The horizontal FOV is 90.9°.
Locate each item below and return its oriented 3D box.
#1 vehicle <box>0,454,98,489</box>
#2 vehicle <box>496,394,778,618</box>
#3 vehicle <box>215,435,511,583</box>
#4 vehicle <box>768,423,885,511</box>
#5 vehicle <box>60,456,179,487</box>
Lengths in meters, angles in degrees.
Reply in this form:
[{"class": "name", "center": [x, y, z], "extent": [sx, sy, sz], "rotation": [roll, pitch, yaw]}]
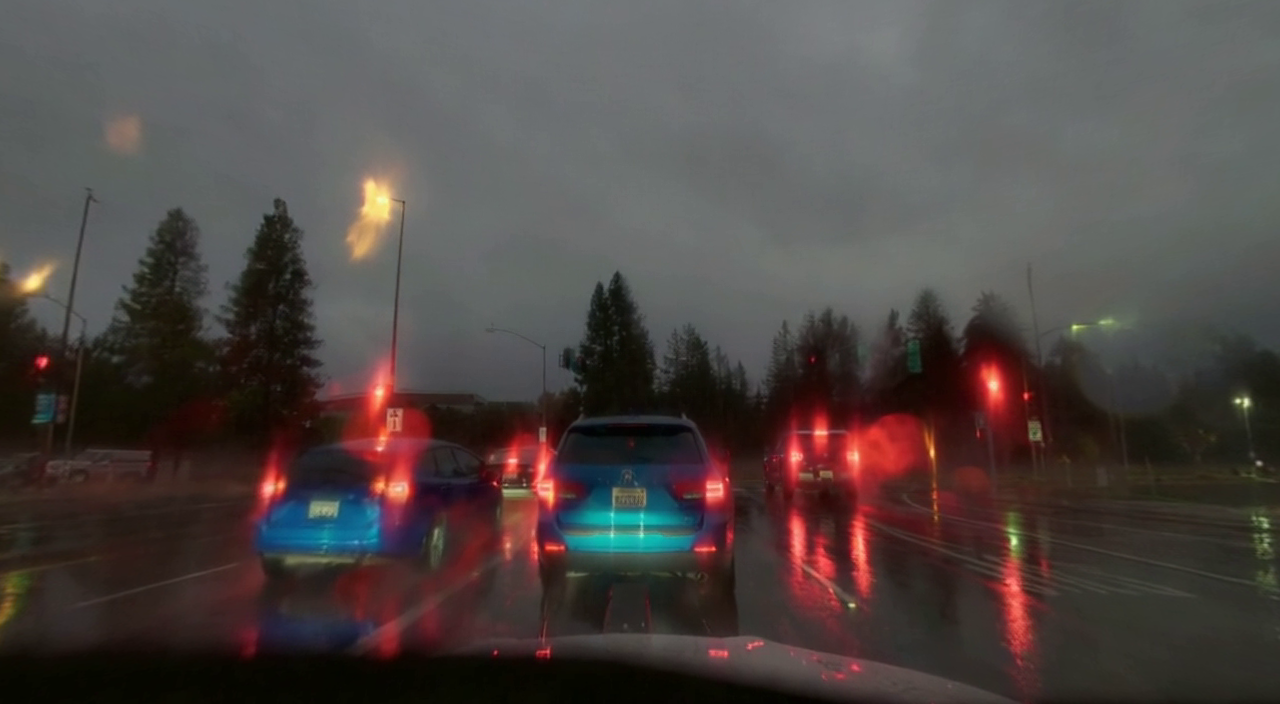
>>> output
[{"class": "vehicle", "center": [-27.102, 5.273, 27.929], "extent": [4.198, 1.444, 1.765], "rotation": [2, -9, -15]}, {"class": "vehicle", "center": [-0.029, 1.525, 7.178], "extent": [2.203, 1.757, 4.286], "rotation": [0, -8, 0]}, {"class": "vehicle", "center": [-3.241, 1.898, 8.573], "extent": [1.913, 1.453, 4.413], "rotation": [0, -8, 2]}, {"class": "vehicle", "center": [4.810, 3.004, 16.924], "extent": [2.084, 2.053, 4.073], "rotation": [-1, -8, 4]}, {"class": "vehicle", "center": [-25.980, 5.949, 31.599], "extent": [4.140, 1.444, 1.742], "rotation": [2, -9, -15]}]
